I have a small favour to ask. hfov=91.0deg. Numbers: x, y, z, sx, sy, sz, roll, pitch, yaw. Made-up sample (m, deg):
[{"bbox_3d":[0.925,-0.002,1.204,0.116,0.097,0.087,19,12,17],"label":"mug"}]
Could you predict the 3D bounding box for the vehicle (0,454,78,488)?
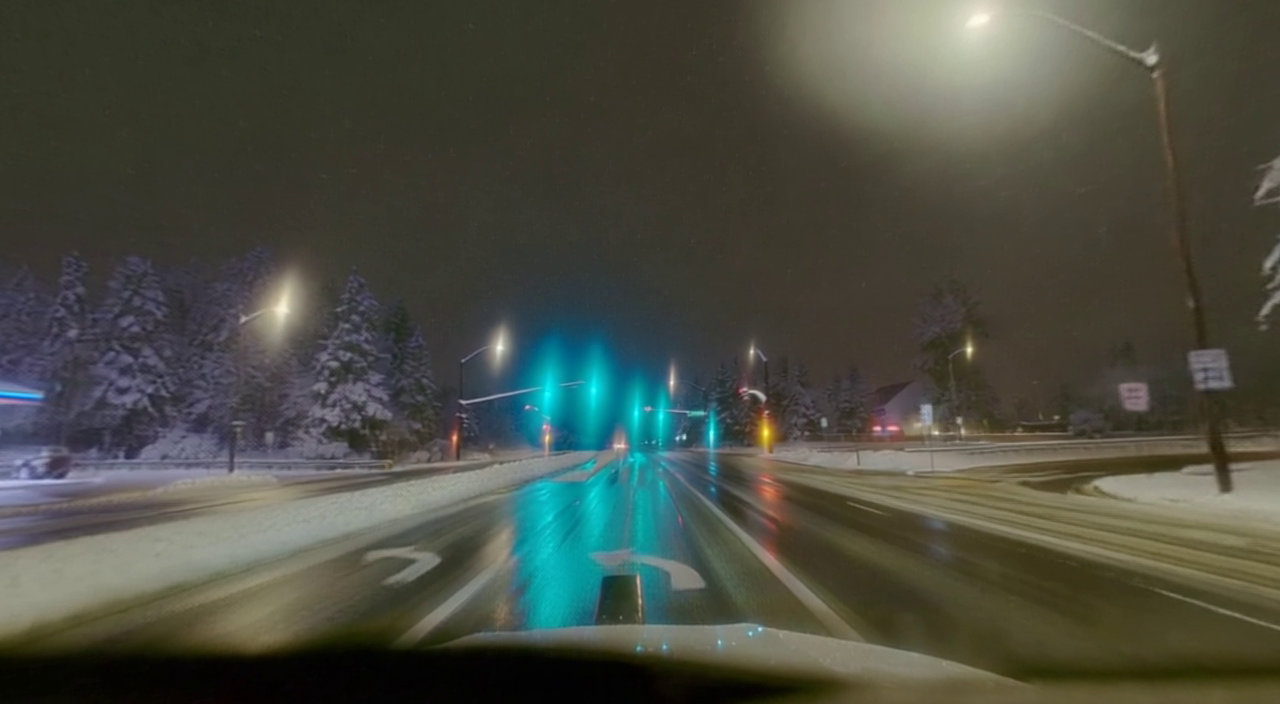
[{"bbox_3d":[-34.493,6.568,34.924,1.992,1.721,4.570,-7,-11,39],"label":"vehicle"}]
